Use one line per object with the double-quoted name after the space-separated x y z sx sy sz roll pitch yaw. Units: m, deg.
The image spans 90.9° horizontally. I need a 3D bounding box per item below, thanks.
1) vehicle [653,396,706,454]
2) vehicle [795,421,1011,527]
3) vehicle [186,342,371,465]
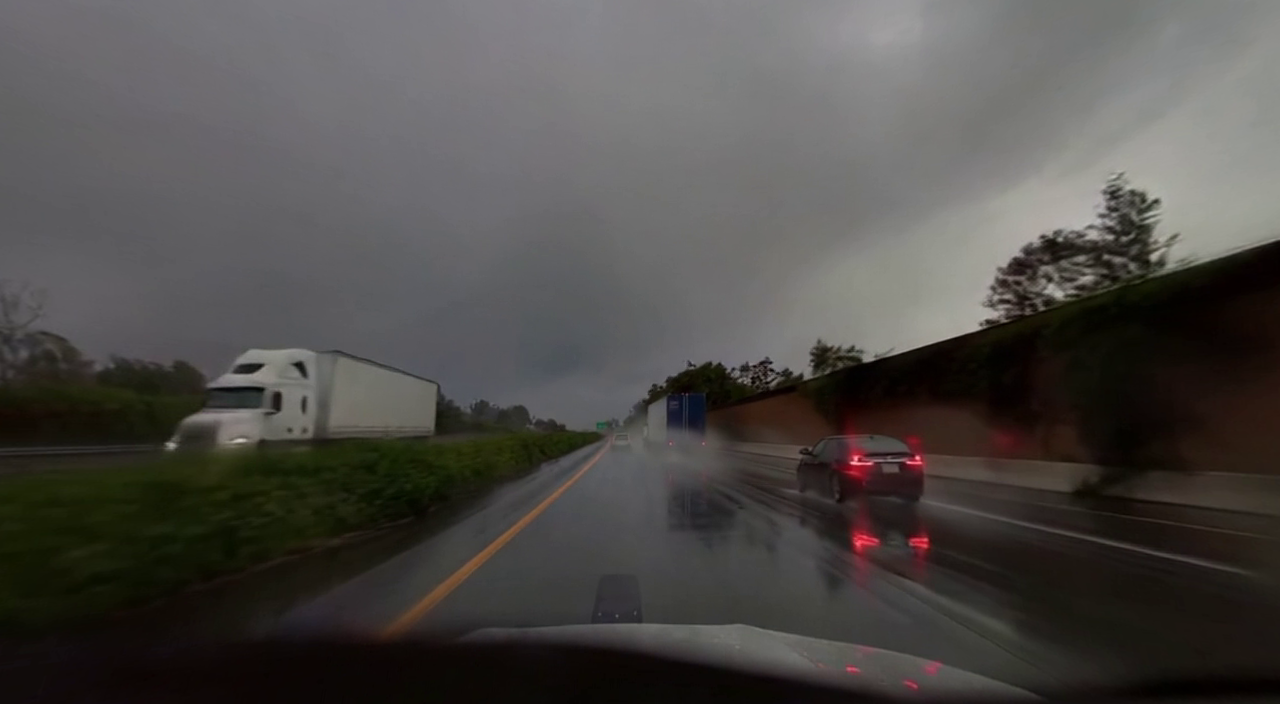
2.863 5.864 49.880 2.949 3.900 13.626 0 -7 -2 "vehicle"
4.178 1.965 10.885 1.813 1.454 4.197 0 -7 -2 "vehicle"
-12.940 2.054 23.494 2.972 3.920 6.688 0 -7 -2 "vehicle"
